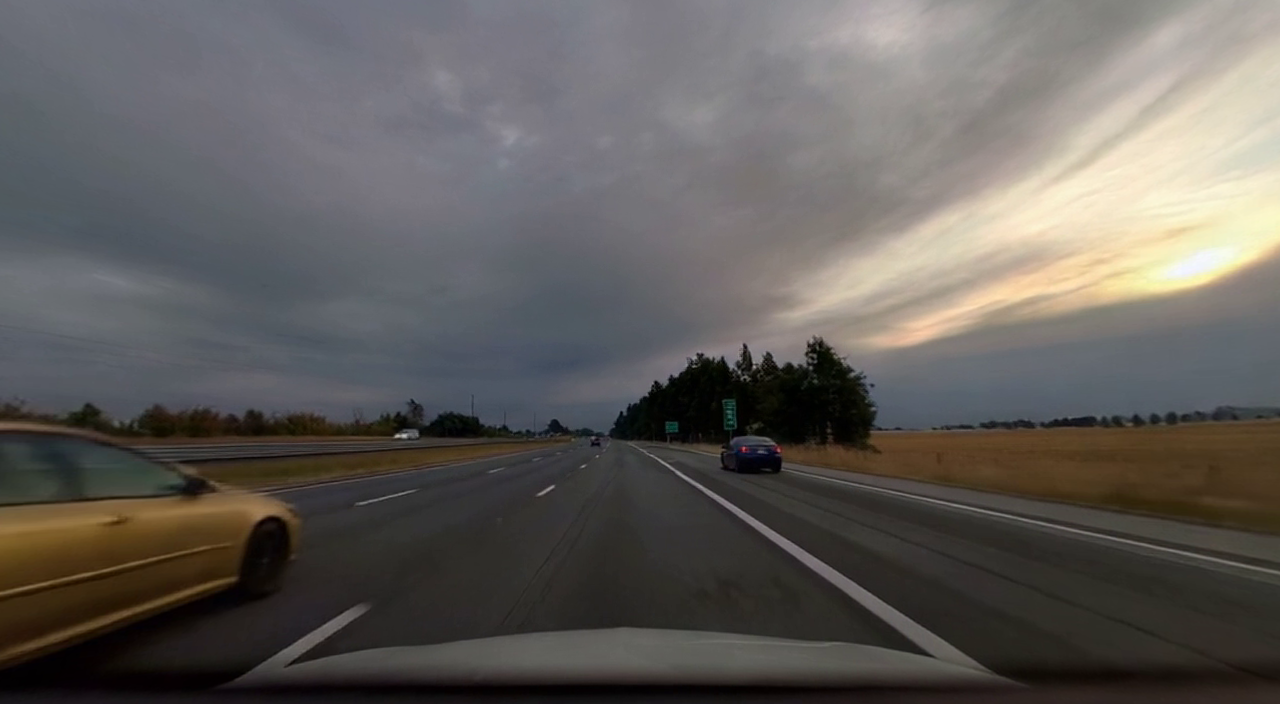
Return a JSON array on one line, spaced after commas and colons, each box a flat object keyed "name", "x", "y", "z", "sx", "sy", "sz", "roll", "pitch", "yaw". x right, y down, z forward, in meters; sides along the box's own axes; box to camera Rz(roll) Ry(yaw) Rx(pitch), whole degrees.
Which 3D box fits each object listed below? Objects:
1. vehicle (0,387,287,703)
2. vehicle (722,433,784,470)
[{"name": "vehicle", "x": -3.842, "y": 0.976, "z": 3.015, "sx": 2.008, "sy": 1.567, "sz": 3.959, "roll": 0, "pitch": -8, "yaw": 0}, {"name": "vehicle", "x": 5.225, "y": 4.673, "z": 29.842, "sx": 2.084, "sy": 1.614, "sz": 4.762, "roll": 0, "pitch": -8, "yaw": 1}]
